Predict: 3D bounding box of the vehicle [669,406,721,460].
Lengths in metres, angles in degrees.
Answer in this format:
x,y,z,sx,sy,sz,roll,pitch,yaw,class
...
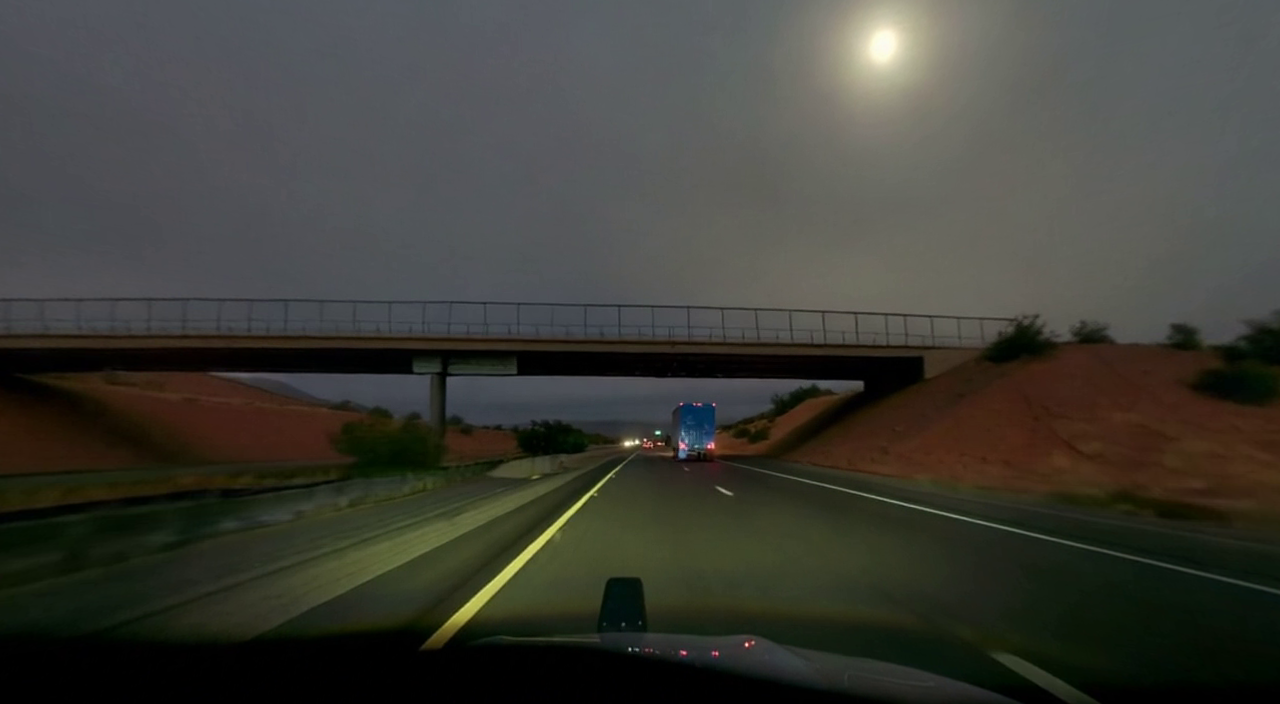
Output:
x,y,z,sx,sy,sz,roll,pitch,yaw,class
4.123,6.471,49.781,3.024,3.834,10.128,0,-8,-1,vehicle
